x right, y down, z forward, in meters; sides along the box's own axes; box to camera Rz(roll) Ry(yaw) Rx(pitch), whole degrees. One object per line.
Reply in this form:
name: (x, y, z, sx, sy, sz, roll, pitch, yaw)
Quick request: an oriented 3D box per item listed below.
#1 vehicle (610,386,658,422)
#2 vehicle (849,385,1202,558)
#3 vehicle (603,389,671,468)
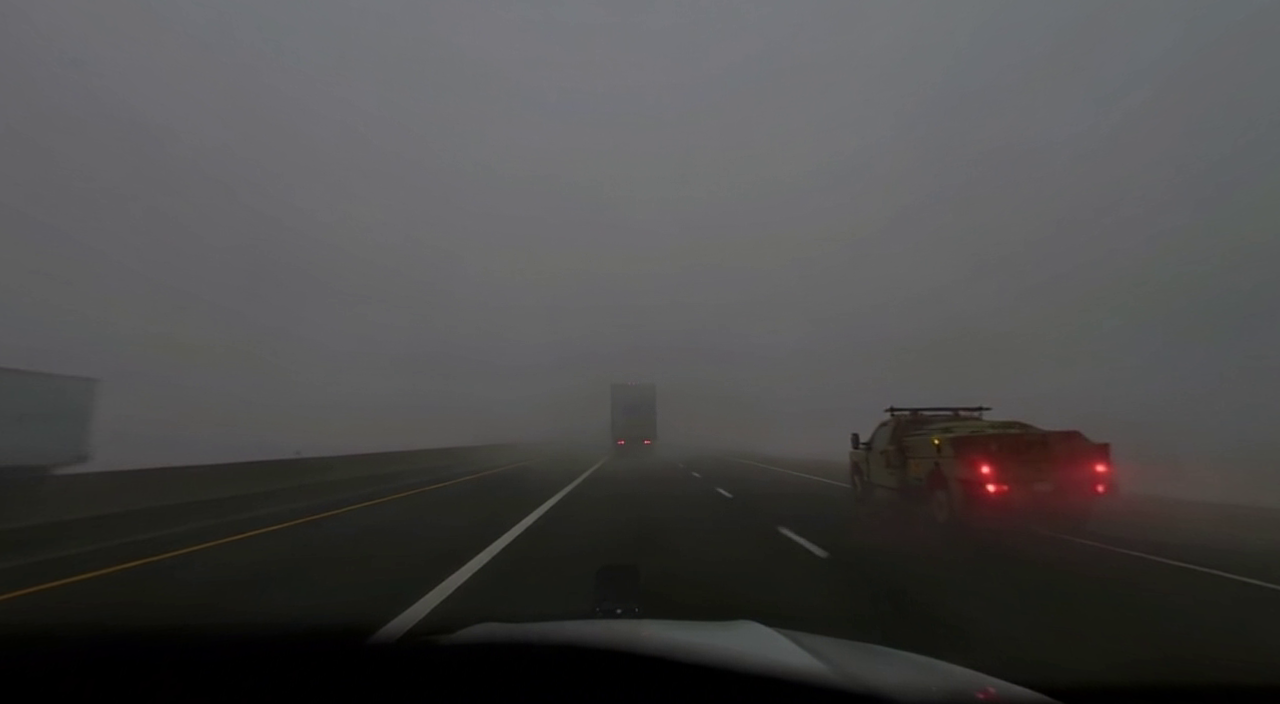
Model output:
vehicle: (-0.300, 2.546, 29.956, 2.112, 1.472, 4.240, 0, -8, -1)
vehicle: (4.899, 1.583, 9.087, 2.091, 1.829, 4.625, 0, -8, -1)
vehicle: (-0.363, 4.130, 34.206, 2.953, 3.406, 13.372, 1, -7, -2)
